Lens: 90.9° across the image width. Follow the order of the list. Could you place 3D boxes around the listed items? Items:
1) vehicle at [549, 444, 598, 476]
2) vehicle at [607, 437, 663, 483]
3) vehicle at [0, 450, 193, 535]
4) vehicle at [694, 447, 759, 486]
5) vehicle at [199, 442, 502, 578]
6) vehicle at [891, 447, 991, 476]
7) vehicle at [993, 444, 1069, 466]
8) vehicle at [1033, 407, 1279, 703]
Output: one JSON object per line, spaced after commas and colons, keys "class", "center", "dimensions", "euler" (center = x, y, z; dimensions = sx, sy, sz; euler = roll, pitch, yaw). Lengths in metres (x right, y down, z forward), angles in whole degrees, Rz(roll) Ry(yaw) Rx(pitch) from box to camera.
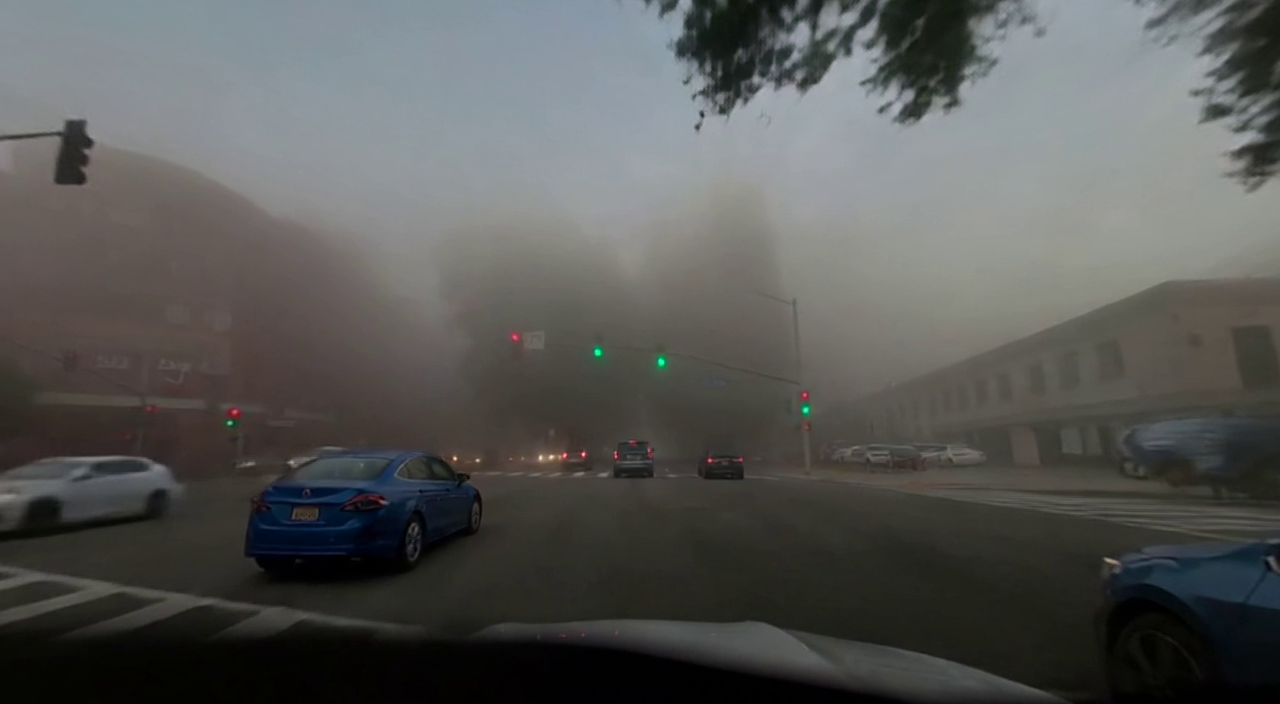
{"class": "vehicle", "center": [-3.537, 5.841, 34.297], "dimensions": [2.130, 1.645, 3.995], "euler": [0, -9, 1]}
{"class": "vehicle", "center": [-0.205, 4.895, 28.873], "dimensions": [2.361, 1.898, 4.465], "euler": [0, -9, 0]}
{"class": "vehicle", "center": [-12.435, 2.903, 13.708], "dimensions": [2.008, 1.498, 4.557], "euler": [0, -9, 0]}
{"class": "vehicle", "center": [3.501, 4.710, 26.215], "dimensions": [2.058, 1.472, 4.317], "euler": [0, -9, 0]}
{"class": "vehicle", "center": [-3.424, 1.930, 8.493], "dimensions": [2.115, 1.369, 3.908], "euler": [0, -9, 2]}
{"class": "vehicle", "center": [16.157, 5.868, 34.023], "dimensions": [4.407, 1.492, 1.930], "euler": [0, -9, 2]}
{"class": "vehicle", "center": [29.506, 7.785, 47.658], "dimensions": [4.324, 1.538, 2.071], "euler": [0, -9, -2]}
{"class": "vehicle", "center": [3.225, 0.794, 1.253], "dimensions": [2.052, 1.475, 4.540], "euler": [0, -9, 2]}
